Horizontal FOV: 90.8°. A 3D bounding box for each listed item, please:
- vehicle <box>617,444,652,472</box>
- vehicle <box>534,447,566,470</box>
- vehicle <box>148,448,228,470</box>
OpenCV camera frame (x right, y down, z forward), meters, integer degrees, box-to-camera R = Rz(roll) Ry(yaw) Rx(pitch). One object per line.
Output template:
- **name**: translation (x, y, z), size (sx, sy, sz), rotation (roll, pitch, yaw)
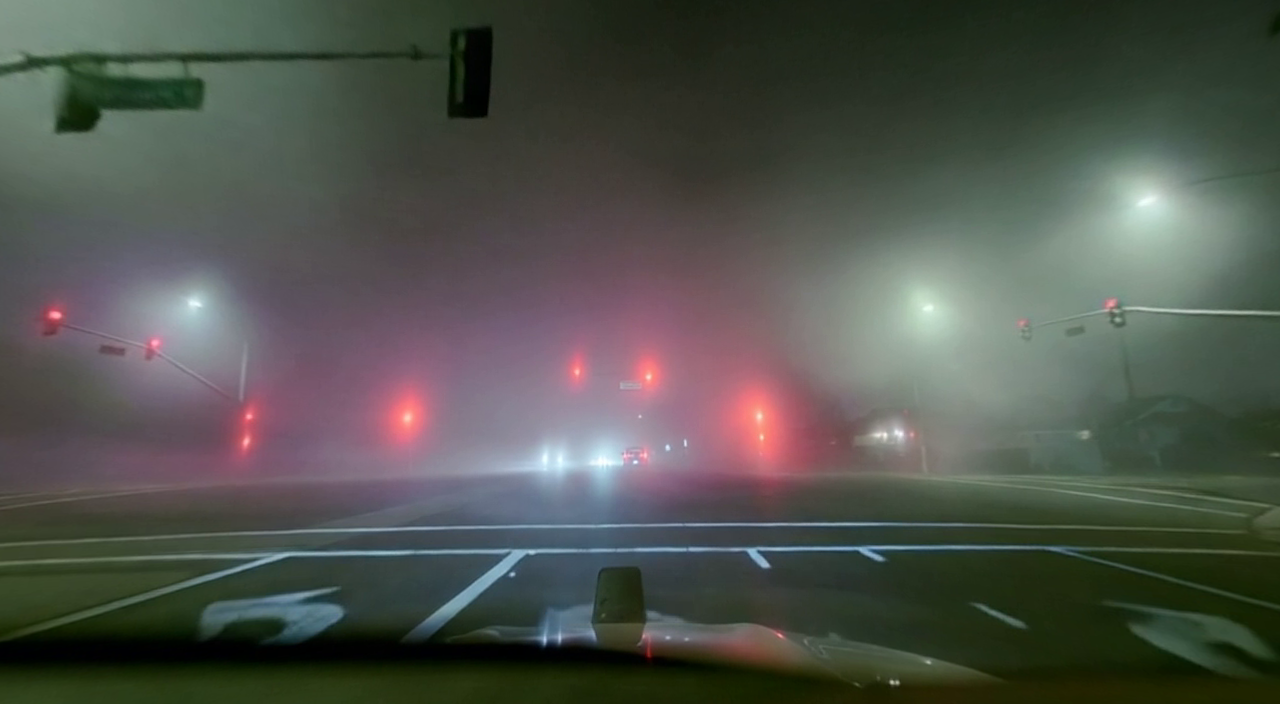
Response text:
- **vehicle**: translation (-0.456, 7.486, 44.735), size (2.248, 1.833, 4.798), rotation (0, -8, -3)
- **vehicle**: translation (-6.929, 8.229, 49.097), size (1.983, 1.684, 3.938), rotation (0, -8, -1)
- **vehicle**: translation (-35.695, 8.438, 49.971), size (4.887, 1.546, 1.807), rotation (7, -11, -40)
